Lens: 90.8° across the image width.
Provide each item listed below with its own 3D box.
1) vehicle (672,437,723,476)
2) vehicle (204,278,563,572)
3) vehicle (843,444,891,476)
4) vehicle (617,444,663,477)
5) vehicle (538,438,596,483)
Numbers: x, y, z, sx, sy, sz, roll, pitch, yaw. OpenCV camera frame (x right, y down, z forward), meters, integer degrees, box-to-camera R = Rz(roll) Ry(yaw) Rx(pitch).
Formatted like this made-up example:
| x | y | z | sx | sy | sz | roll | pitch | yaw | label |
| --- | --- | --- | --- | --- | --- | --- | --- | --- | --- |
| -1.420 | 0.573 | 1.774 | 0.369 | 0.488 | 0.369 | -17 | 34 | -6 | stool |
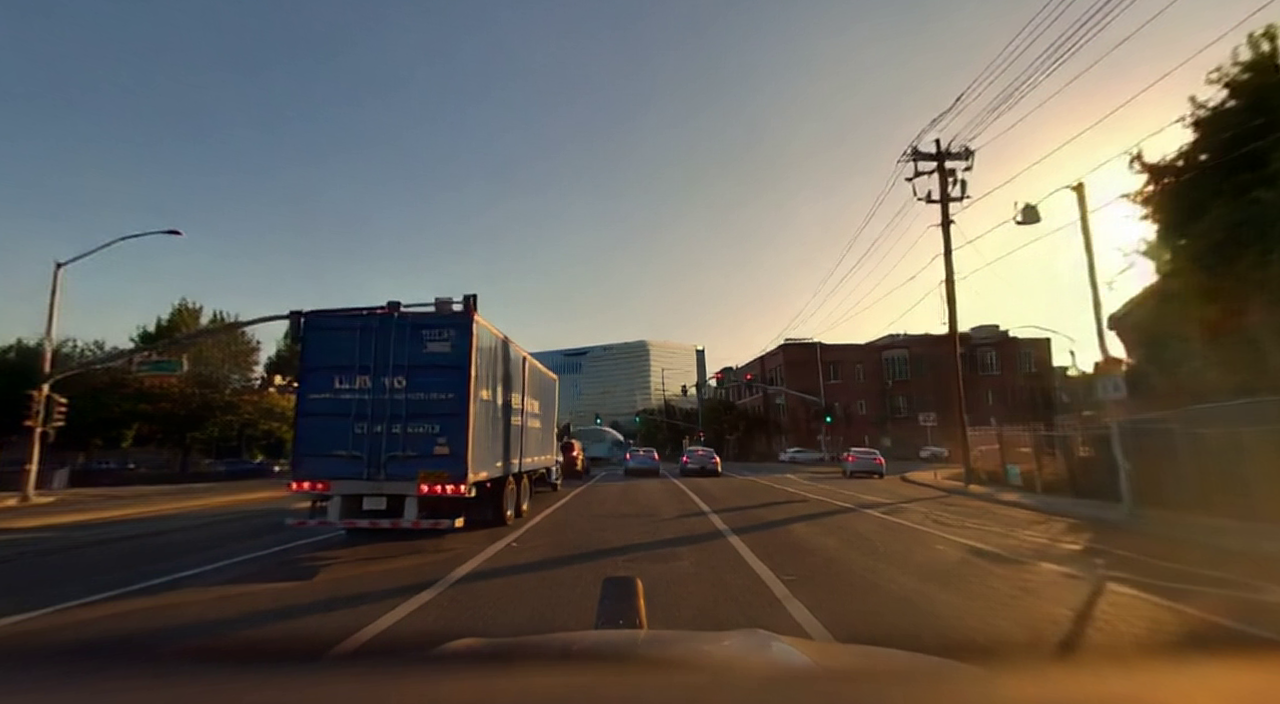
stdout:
| x | y | z | sx | sy | sz | roll | pitch | yaw | label |
| --- | --- | --- | --- | --- | --- | --- | --- | --- | --- |
| 2.884 | 5.378 | 32.636 | 2.086 | 1.849 | 4.607 | 0 | -9 | -1 | vehicle |
| -3.380 | 1.411 | 11.361 | 2.889 | 3.347 | 8.285 | 0 | -9 | 0 | vehicle |
| 13.084 | 6.147 | 36.213 | 2.102 | 1.662 | 4.533 | -4 | -10 | 25 | vehicle |
| -0.025 | 5.345 | 31.215 | 2.117 | 1.499 | 4.036 | 0 | -9 | -1 | vehicle |
| -3.167 | 4.783 | 28.192 | 1.994 | 1.806 | 4.564 | 0 | -9 | 1 | vehicle |
